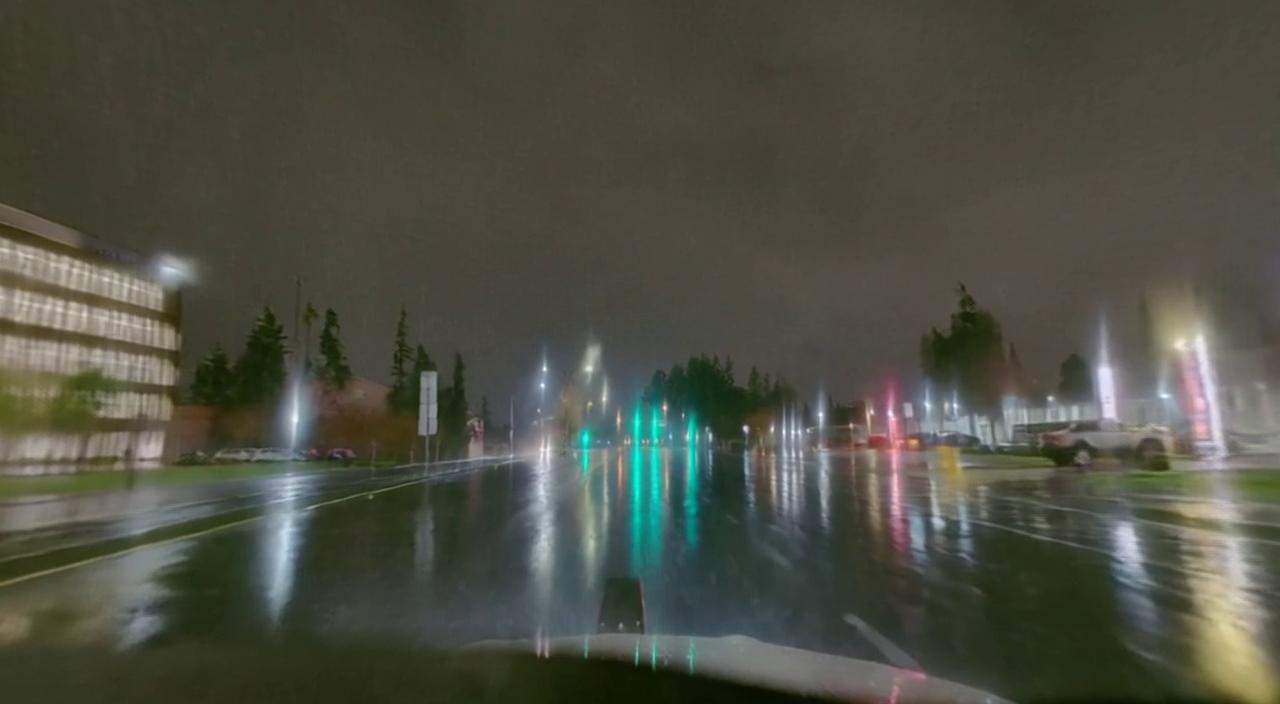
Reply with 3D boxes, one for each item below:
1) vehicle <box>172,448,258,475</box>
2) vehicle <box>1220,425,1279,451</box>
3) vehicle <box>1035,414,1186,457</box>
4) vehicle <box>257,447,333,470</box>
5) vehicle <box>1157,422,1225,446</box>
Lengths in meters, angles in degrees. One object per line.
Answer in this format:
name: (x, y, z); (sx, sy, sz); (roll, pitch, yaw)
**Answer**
vehicle: (-32.382, 8.328, 48.240); (4.993, 1.886, 2.122); (8, -13, -43)
vehicle: (40.003, 5.554, 40.731); (3.517, 1.432, 1.583); (-4, -8, 0)
vehicle: (19.995, 3.593, 27.034); (4.656, 1.752, 2.309); (0, -9, -4)
vehicle: (-26.671, 8.238, 49.006); (4.673, 1.717, 2.044); (0, -9, 1)
vehicle: (40.432, 6.045, 46.364); (3.438, 1.405, 1.601); (-4, -8, -5)
